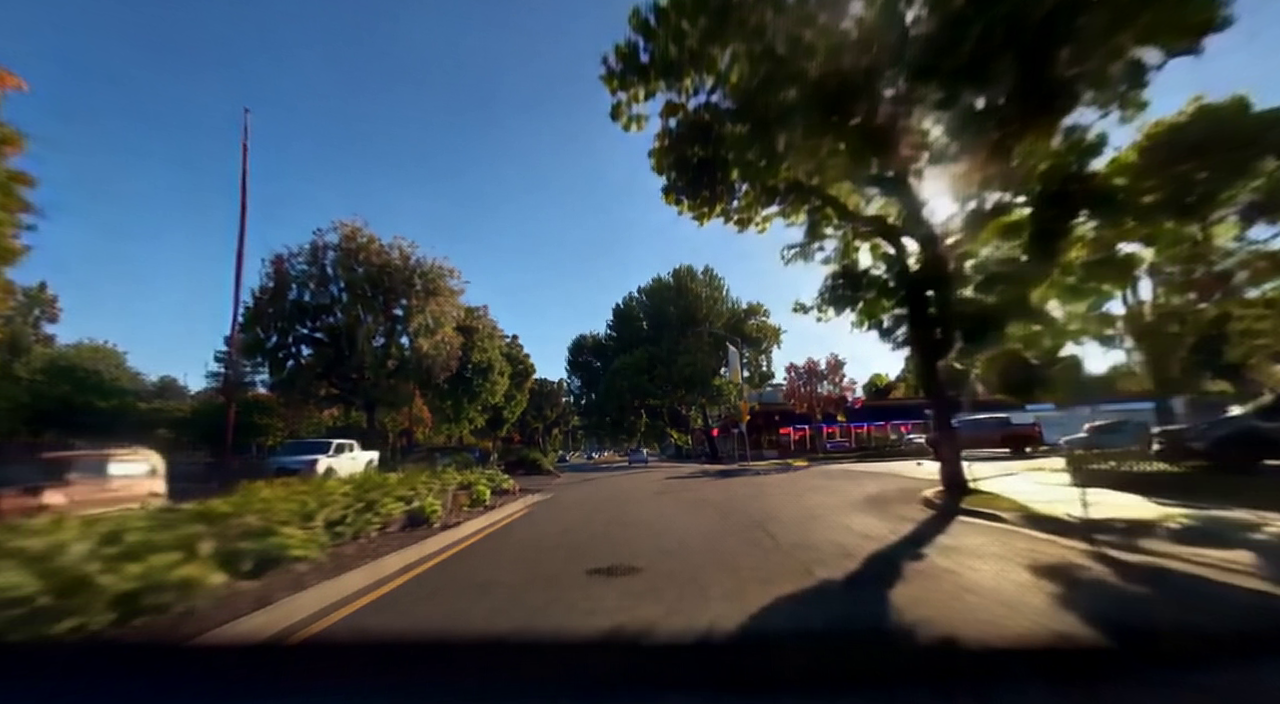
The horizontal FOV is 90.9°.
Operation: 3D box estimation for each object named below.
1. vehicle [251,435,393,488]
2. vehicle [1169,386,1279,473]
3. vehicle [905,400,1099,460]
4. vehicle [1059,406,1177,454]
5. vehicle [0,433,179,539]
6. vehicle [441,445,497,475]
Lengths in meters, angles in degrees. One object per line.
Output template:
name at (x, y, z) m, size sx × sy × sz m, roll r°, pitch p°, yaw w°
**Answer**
vehicle at (-11.897, 4.142, 24.261) m, size 2.471 × 1.783 × 5.903 m, roll 0°, pitch -8°, yaw -1°
vehicle at (19.226, 2.480, 19.807) m, size 2.274 × 2.447 × 4.159 m, roll -2°, pitch -9°, yaw 16°
vehicle at (19.011, 4.157, 33.498) m, size 8.462 × 3.012 × 2.906 m, roll 0°, pitch -9°, yaw -1°
vehicle at (25.251, 4.163, 33.468) m, size 4.275 × 2.426 × 2.291 m, roll 0°, pitch -8°, yaw 1°
vehicle at (-10.257, 2.199, 10.801) m, size 1.778 × 1.517 × 3.923 m, roll 0°, pitch -9°, yaw -2°
vehicle at (-10.633, 6.747, 39.517) m, size 2.189 × 1.747 × 4.651 m, roll 0°, pitch -9°, yaw 0°
